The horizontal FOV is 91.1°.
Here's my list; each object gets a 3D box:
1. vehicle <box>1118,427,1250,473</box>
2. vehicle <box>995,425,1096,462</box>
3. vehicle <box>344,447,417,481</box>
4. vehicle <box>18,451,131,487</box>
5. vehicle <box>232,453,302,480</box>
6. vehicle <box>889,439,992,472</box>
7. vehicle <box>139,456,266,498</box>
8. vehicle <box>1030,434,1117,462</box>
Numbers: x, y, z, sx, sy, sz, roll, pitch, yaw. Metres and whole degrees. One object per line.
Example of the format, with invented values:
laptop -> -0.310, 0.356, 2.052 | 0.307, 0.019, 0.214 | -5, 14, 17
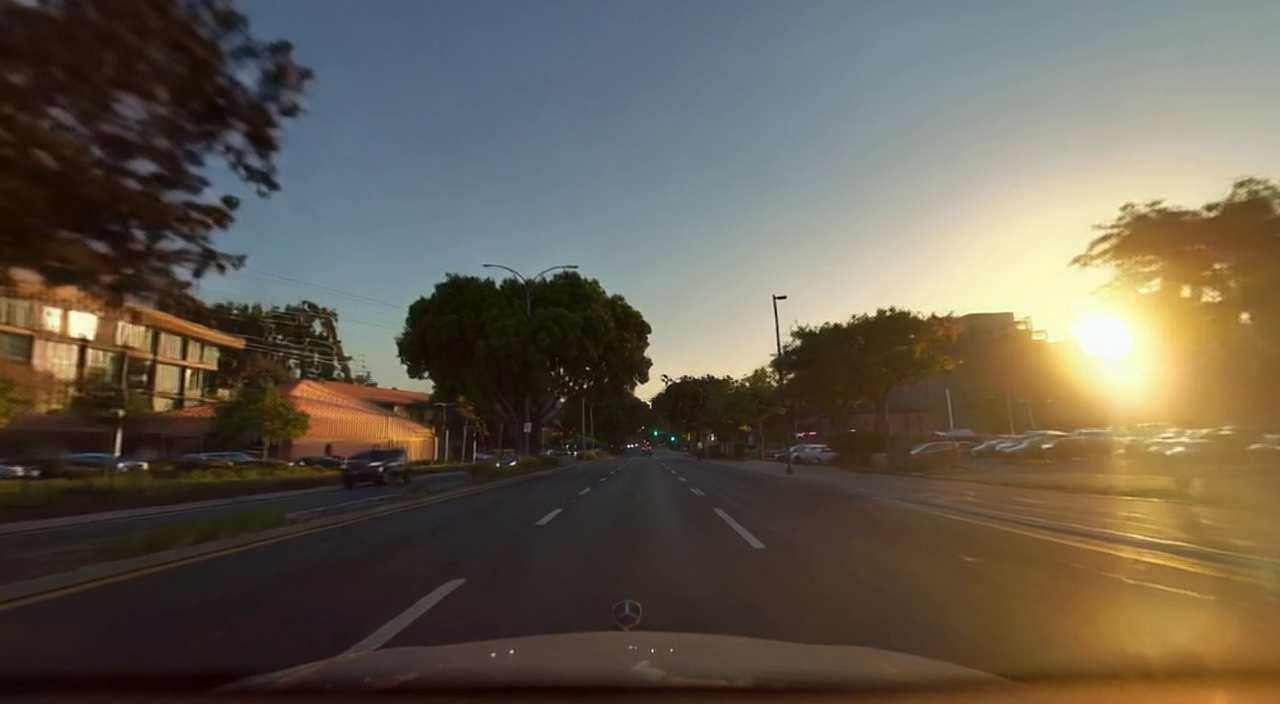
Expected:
vehicle -> 27.023, 4.894, 31.299 | 4.569, 1.929, 2.084 | -3, -10, -3
vehicle -> 29.591, 6.723, 46.012 | 5.590, 2.528, 2.339 | -1, -9, 2
vehicle -> -15.638, 6.741, 38.169 | 2.266, 1.924, 5.024 | 0, -9, 1
vehicle -> -36.350, 7.491, 40.585 | 2.219, 2.066, 5.369 | 0, -9, 1
vehicle -> -28.951, 8.881, 48.971 | 2.199, 1.859, 5.442 | 0, -9, 0
vehicle -> 17.066, 5.913, 35.803 | 4.720, 1.769, 2.229 | 0, -9, -4
vehicle -> -19.108, 5.433, 27.754 | 2.040, 1.609, 4.872 | 0, -9, 1
vehicle -> 29.556, 6.547, 42.882 | 4.342, 1.641, 1.975 | -2, -8, 0
